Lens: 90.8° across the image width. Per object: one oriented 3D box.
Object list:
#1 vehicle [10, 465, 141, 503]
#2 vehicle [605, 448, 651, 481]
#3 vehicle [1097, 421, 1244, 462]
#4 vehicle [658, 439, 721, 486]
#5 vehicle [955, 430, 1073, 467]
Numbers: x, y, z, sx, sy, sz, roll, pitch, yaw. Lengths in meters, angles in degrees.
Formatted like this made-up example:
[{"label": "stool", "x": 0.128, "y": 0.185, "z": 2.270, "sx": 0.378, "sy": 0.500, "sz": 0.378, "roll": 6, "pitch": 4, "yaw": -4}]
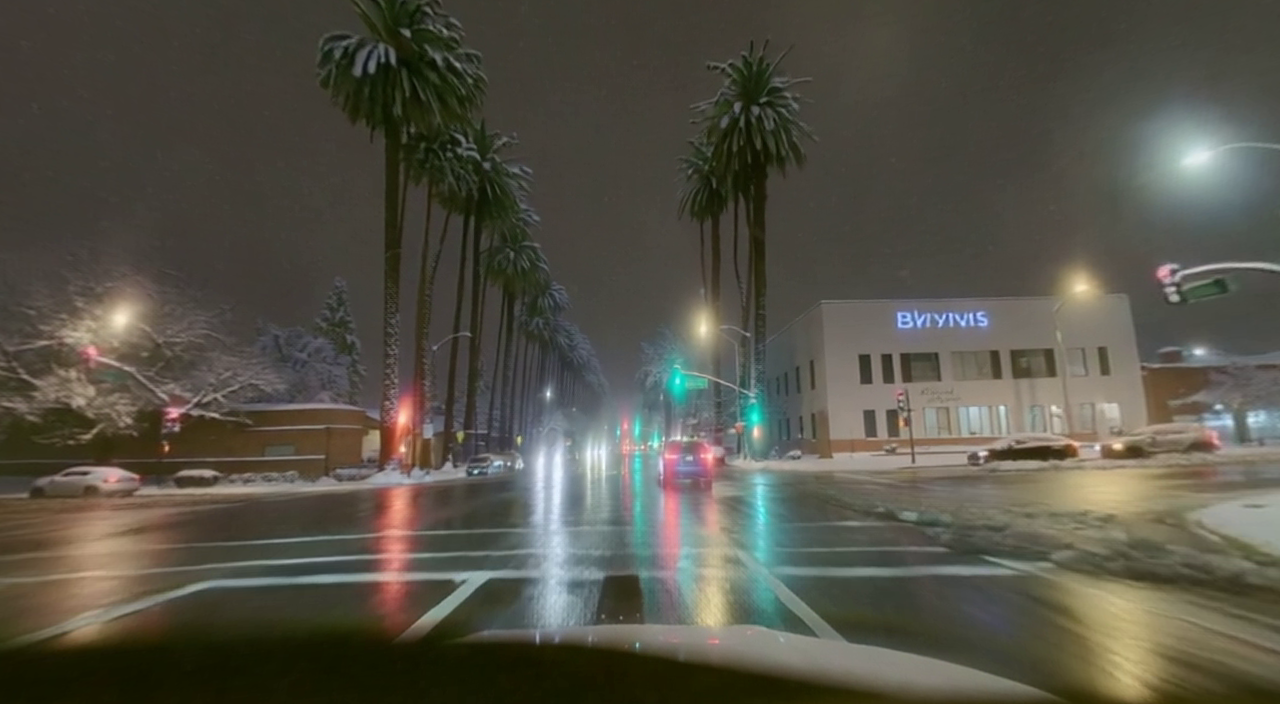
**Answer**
[{"label": "vehicle", "x": -28.761, "y": 6.725, "z": 32.301, "sx": 4.570, "sy": 1.741, "sz": 2.107, "roll": 0, "pitch": -9, "yaw": -2}, {"label": "vehicle", "x": -0.626, "y": 5.503, "z": 31.197, "sx": 2.088, "sy": 1.452, "sz": 3.993, "roll": 0, "pitch": -9, "yaw": -2}, {"label": "vehicle", "x": 25.499, "y": 4.338, "z": 30.529, "sx": 5.130, "sy": 1.875, "sz": 2.118, "roll": 0, "pitch": -9, "yaw": -1}, {"label": "vehicle", "x": 1.908, "y": 4.443, "z": 25.661, "sx": 2.003, "sy": 1.702, "sz": 4.288, "roll": 0, "pitch": -9, "yaw": -3}, {"label": "vehicle", "x": 17.617, "y": 4.580, "z": 29.934, "sx": 4.277, "sy": 1.665, "sz": 2.006, "roll": 0, "pitch": -9, "yaw": -2}]
